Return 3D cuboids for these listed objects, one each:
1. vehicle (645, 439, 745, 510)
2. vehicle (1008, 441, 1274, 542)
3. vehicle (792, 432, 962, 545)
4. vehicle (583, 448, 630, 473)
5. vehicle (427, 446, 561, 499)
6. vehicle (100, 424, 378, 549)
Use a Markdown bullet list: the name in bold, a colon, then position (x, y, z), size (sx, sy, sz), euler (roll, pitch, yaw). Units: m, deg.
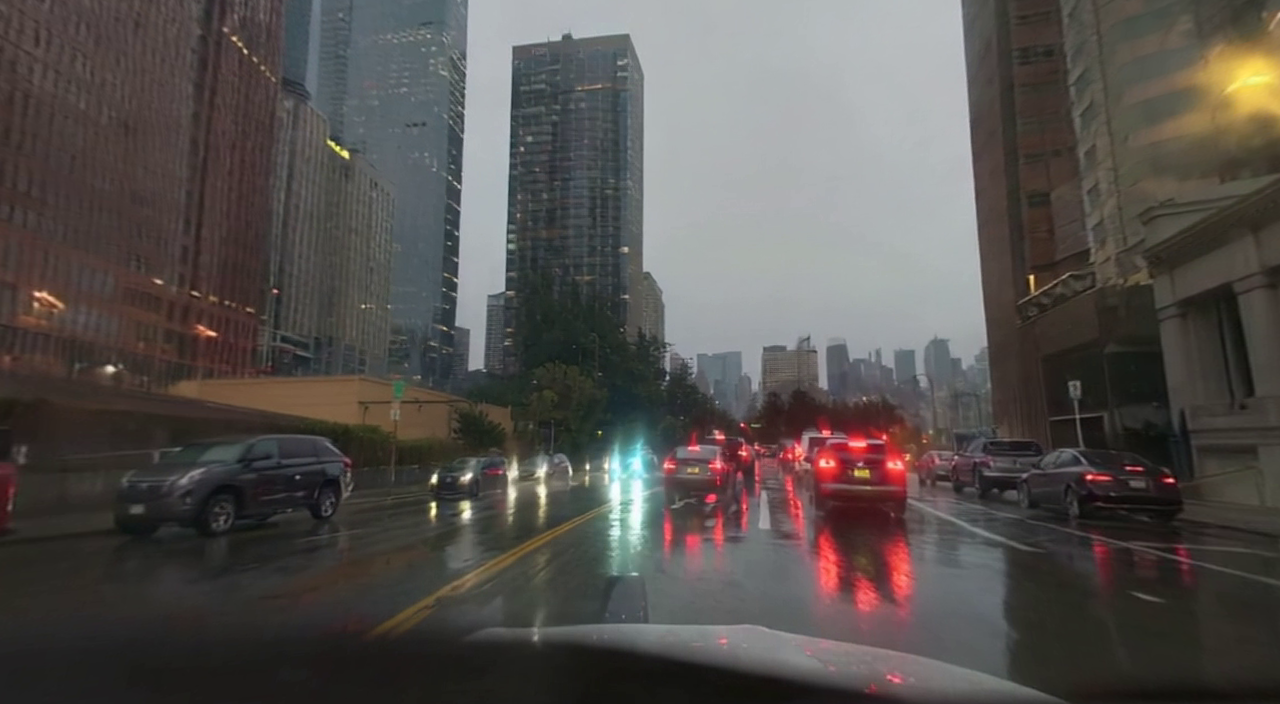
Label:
- **vehicle**: position (1.441, 2.840, 15.155), size (2.031, 1.461, 3.763), euler (-2, -8, 10)
- **vehicle**: position (9.067, 2.486, 12.097), size (1.901, 1.500, 4.729), euler (-2, -8, 10)
- **vehicle**: position (3.724, 2.161, 10.733), size (1.982, 1.510, 4.144), euler (-2, -9, 11)
- **vehicle**: position (-2.124, 7.013, 40.940), size (2.040, 1.492, 4.318), euler (-2, -9, 11)
- **vehicle**: position (-4.643, 3.869, 20.758), size (1.928, 1.503, 4.322), euler (-4, -9, 27)
- **vehicle**: position (-7.459, 2.486, 12.393), size (1.934, 1.770, 4.546), euler (-9, -9, 11)
